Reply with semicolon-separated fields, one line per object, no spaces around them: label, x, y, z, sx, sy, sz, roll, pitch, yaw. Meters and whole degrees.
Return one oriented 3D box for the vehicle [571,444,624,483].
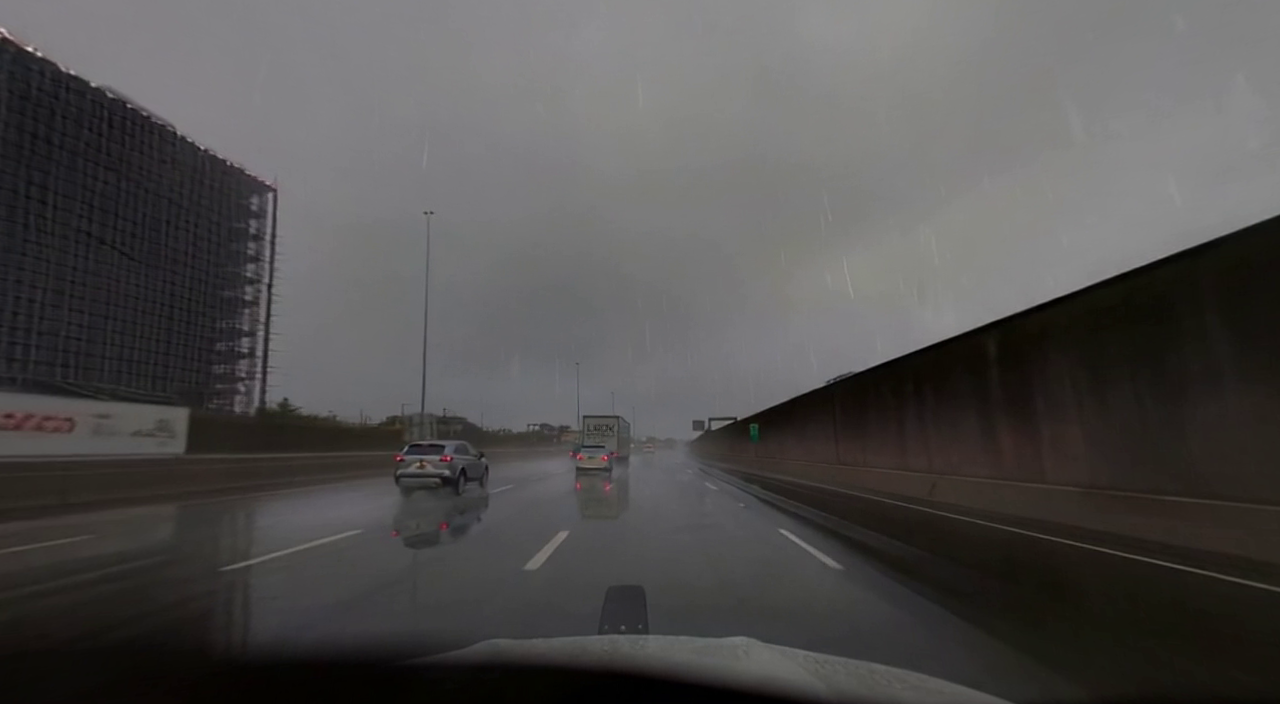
vehicle;-1.865;5.008;28.554;2.168;1.597;3.615;0;-9;0

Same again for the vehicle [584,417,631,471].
vehicle;-2.180;6.588;44.870;2.794;3.460;8.595;0;-9;1

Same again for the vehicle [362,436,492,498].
vehicle;-6.780;3.716;20.829;2.401;1.759;5.126;0;-9;1

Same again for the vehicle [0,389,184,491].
vehicle;-26.860;3.843;27.143;2.889;4.015;15.036;0;-9;1
